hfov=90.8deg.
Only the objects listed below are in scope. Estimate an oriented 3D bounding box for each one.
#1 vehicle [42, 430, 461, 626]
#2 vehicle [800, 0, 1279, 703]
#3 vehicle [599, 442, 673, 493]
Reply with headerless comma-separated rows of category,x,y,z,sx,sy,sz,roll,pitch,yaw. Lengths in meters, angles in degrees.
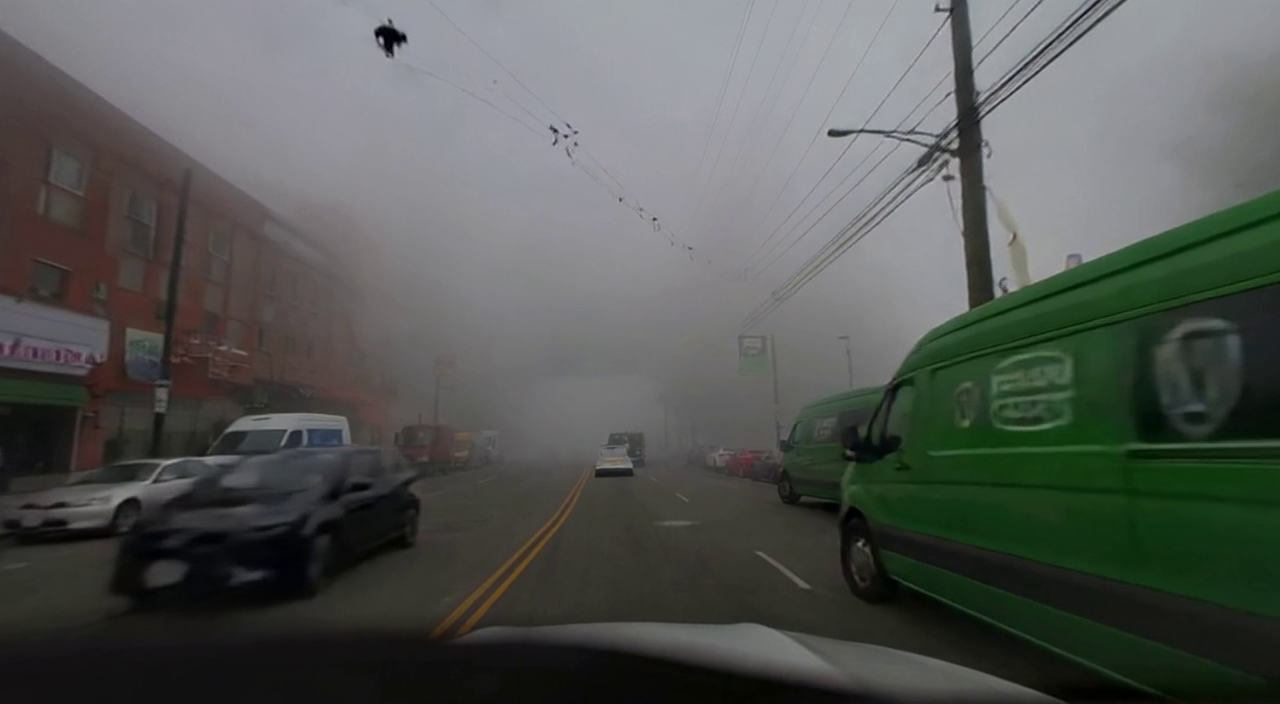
vehicle,-3.625,1.688,7.133,1.974,1.484,4.400,0,-9,-1
vehicle,2.937,0.284,2.763,2.419,2.927,6.907,0,-8,-2
vehicle,-0.170,3.668,20.445,2.112,1.464,4.411,0,-8,-1
